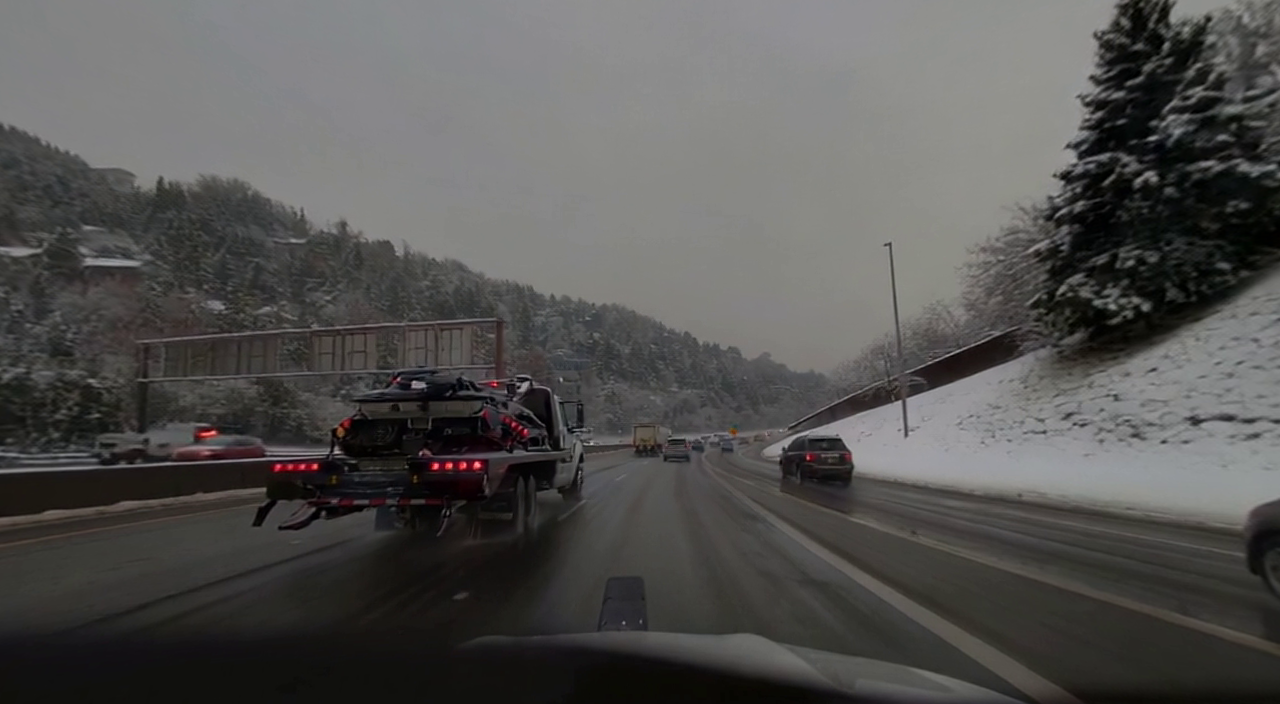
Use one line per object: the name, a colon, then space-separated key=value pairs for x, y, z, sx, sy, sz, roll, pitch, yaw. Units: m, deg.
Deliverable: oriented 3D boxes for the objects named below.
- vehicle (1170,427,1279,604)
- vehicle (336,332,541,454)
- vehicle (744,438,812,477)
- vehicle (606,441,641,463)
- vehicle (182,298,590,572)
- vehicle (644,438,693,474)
vehicle: x=6.501 y=1.218 z=4.212 sx=2.040 sy=1.481 sz=4.260 roll=1 pitch=-8 yaw=-4
vehicle: x=-3.128 y=0.902 z=11.015 sx=1.893 sy=1.674 sz=4.766 roll=0 pitch=-8 yaw=1
vehicle: x=6.236 y=4.799 z=29.051 sx=2.075 sy=1.614 sz=4.682 roll=0 pitch=-8 yaw=0
vehicle: x=-1.065 y=6.824 z=43.139 sx=2.016 sy=1.450 sz=4.310 roll=-1 pitch=-8 yaw=4
vehicle: x=-3.133 y=1.608 z=11.993 sx=3.162 sy=2.955 sz=10.282 roll=0 pitch=-8 yaw=2
vehicle: x=1.277 y=4.650 z=28.381 sx=2.079 sy=1.499 sz=3.915 roll=0 pitch=-8 yaw=3
